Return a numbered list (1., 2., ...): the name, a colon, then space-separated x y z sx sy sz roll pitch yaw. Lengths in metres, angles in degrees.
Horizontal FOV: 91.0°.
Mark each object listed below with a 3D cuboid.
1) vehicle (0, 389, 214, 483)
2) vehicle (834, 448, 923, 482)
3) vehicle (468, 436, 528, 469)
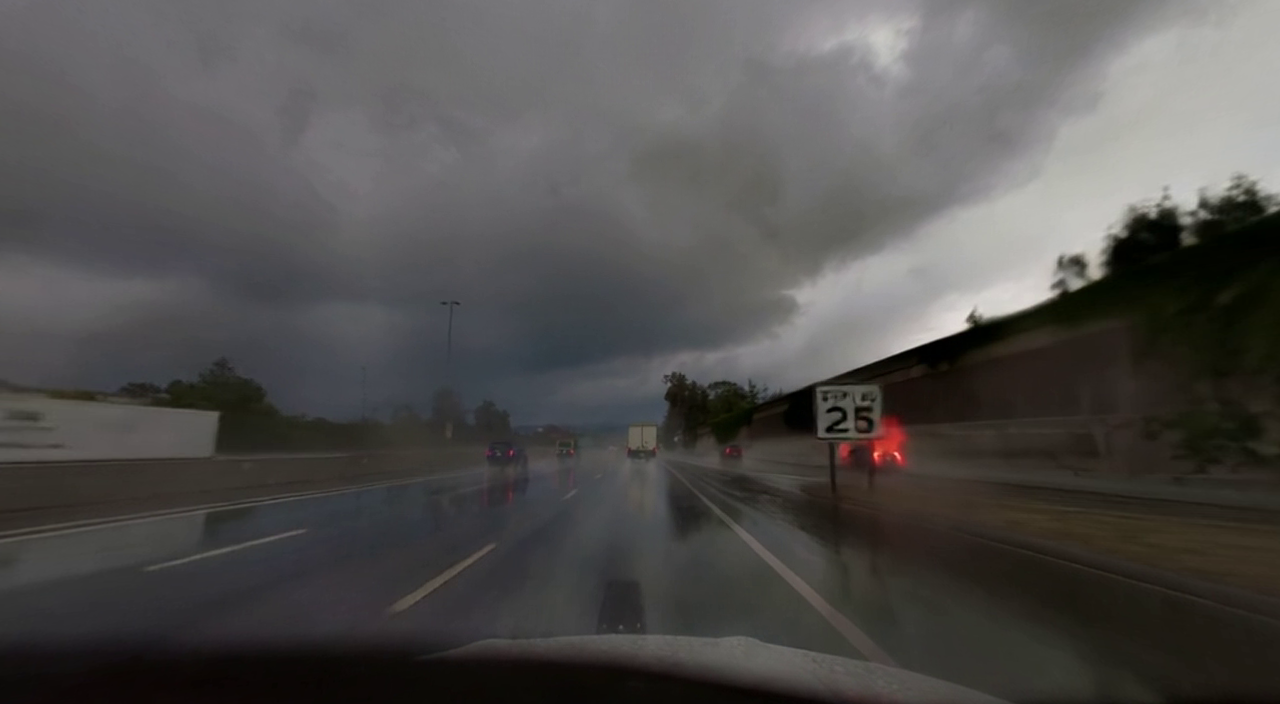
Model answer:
1. vehicle: -29.472 4.595 33.470 3.033 4.087 15.130 0 -9 0
2. vehicle: 11.318 5.374 30.297 2.075 1.510 4.569 1 -9 -7
3. vehicle: -9.790 7.017 44.136 2.571 2.169 6.443 0 -9 1
